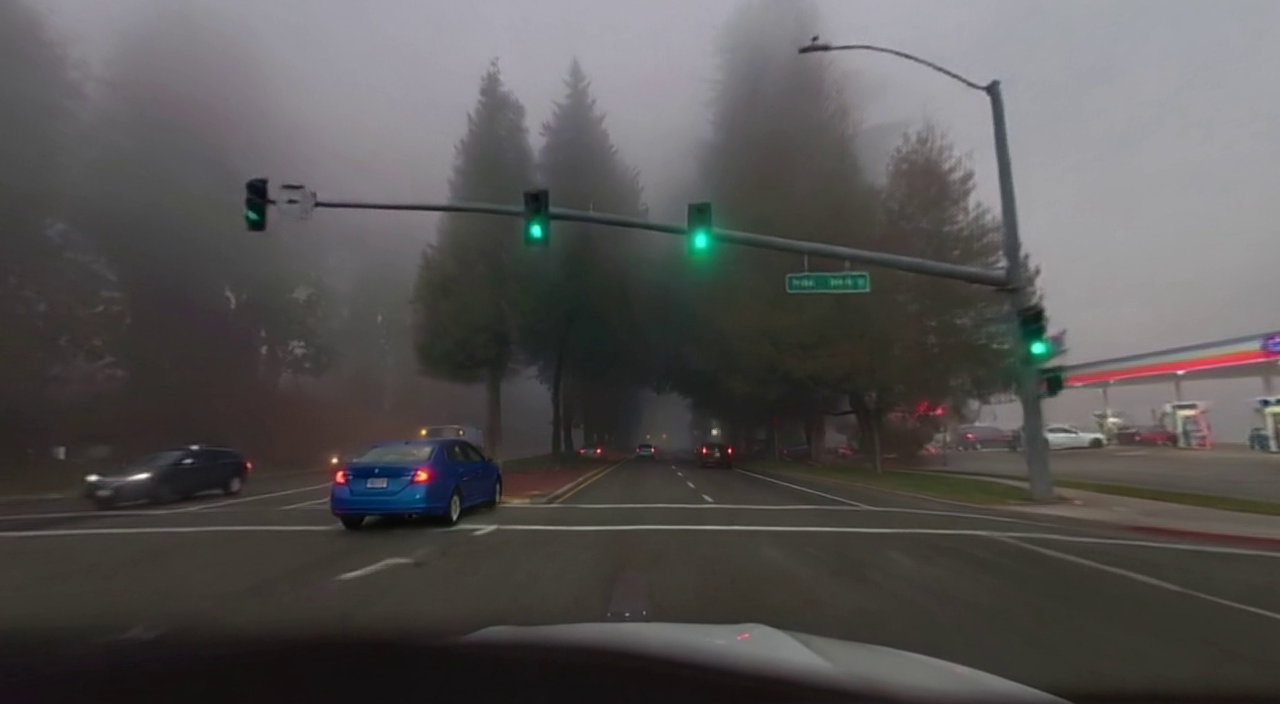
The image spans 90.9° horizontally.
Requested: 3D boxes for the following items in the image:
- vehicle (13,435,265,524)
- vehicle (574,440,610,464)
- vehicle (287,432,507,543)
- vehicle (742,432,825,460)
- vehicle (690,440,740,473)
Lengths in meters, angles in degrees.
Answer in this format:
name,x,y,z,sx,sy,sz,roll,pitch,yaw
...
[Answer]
name,x,y,z,sx,sy,sz,roll,pitch,yaw
vehicle,-11.492,2.886,15.027,2.130,1.672,4.549,-4,-8,4
vehicle,-3.020,6.325,40.072,1.841,1.474,4.038,0,-8,2
vehicle,-3.740,2.124,10.713,1.803,1.463,4.422,0,-8,2
vehicle,11.206,7.389,49.552,5.931,1.872,2.264,-3,-8,4
vehicle,3.485,4.931,30.104,1.883,1.465,3.975,0,-8,0
